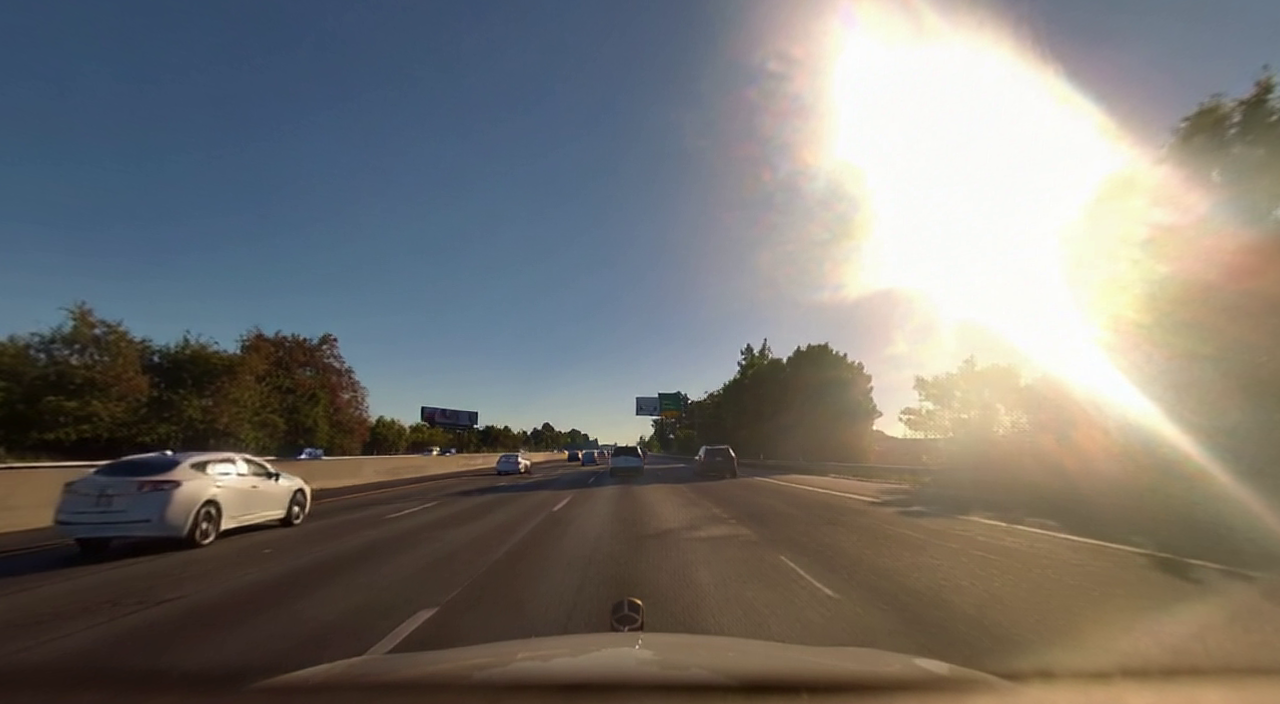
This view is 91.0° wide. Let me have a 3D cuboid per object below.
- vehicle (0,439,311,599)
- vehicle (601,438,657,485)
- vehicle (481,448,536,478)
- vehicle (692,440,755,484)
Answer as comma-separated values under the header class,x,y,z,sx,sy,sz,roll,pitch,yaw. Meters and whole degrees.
class,x,y,z,sx,sy,sz,roll,pitch,yaw
vehicle,-6.640,1.957,8.427,1.918,1.509,4.736,0,-9,0
vehicle,-0.447,4.517,26.348,2.127,1.749,4.776,0,-9,-1
vehicle,-7.019,5.934,34.022,1.892,1.468,4.792,0,-9,0
vehicle,3.436,4.631,26.859,1.925,1.716,4.378,0,-9,-2
